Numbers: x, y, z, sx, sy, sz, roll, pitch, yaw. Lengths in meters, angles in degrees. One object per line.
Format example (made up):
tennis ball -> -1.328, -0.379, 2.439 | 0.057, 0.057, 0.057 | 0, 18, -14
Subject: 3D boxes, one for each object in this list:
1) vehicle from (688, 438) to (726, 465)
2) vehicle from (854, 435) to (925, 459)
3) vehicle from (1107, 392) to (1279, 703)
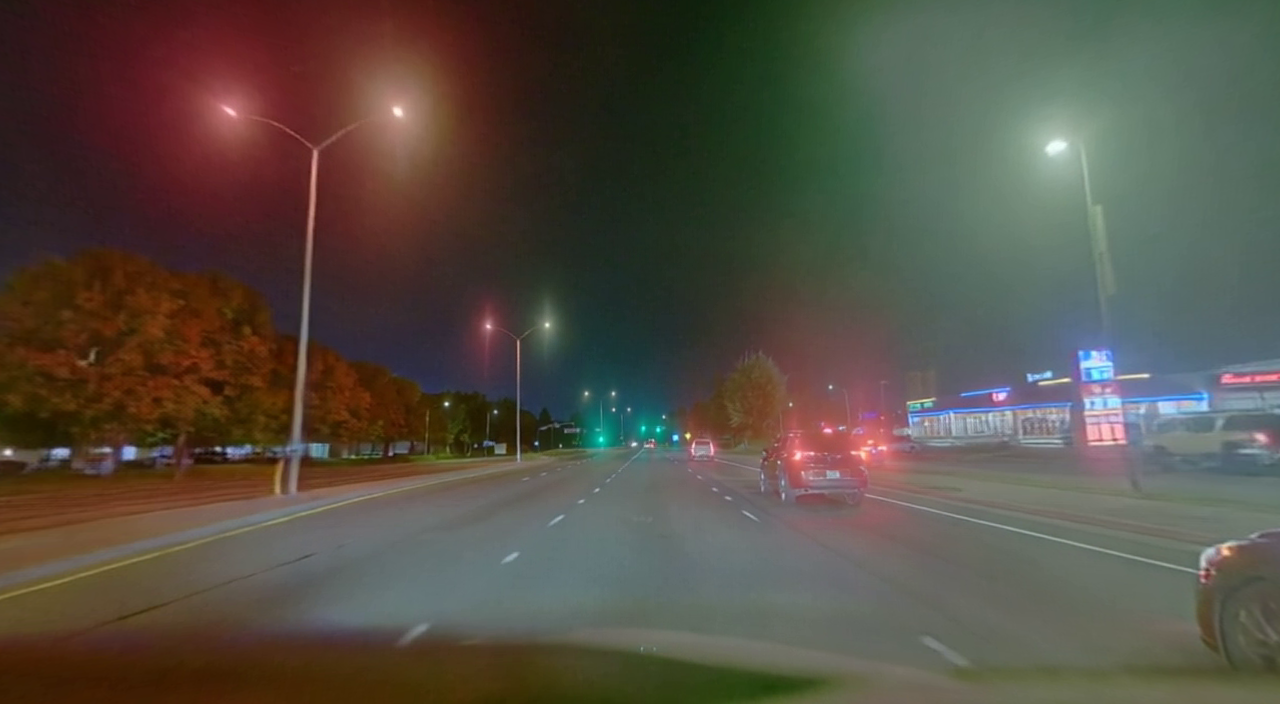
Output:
vehicle -> 4.376, 6.603, 41.949 | 2.007, 1.683, 4.171 | 0, -8, -1
vehicle -> 18.312, 6.964, 46.405 | 4.386, 1.701, 2.121 | -1, -8, 3
vehicle -> 3.567, 0.710, 1.050 | 1.995, 1.528, 4.732 | 0, -8, 1
